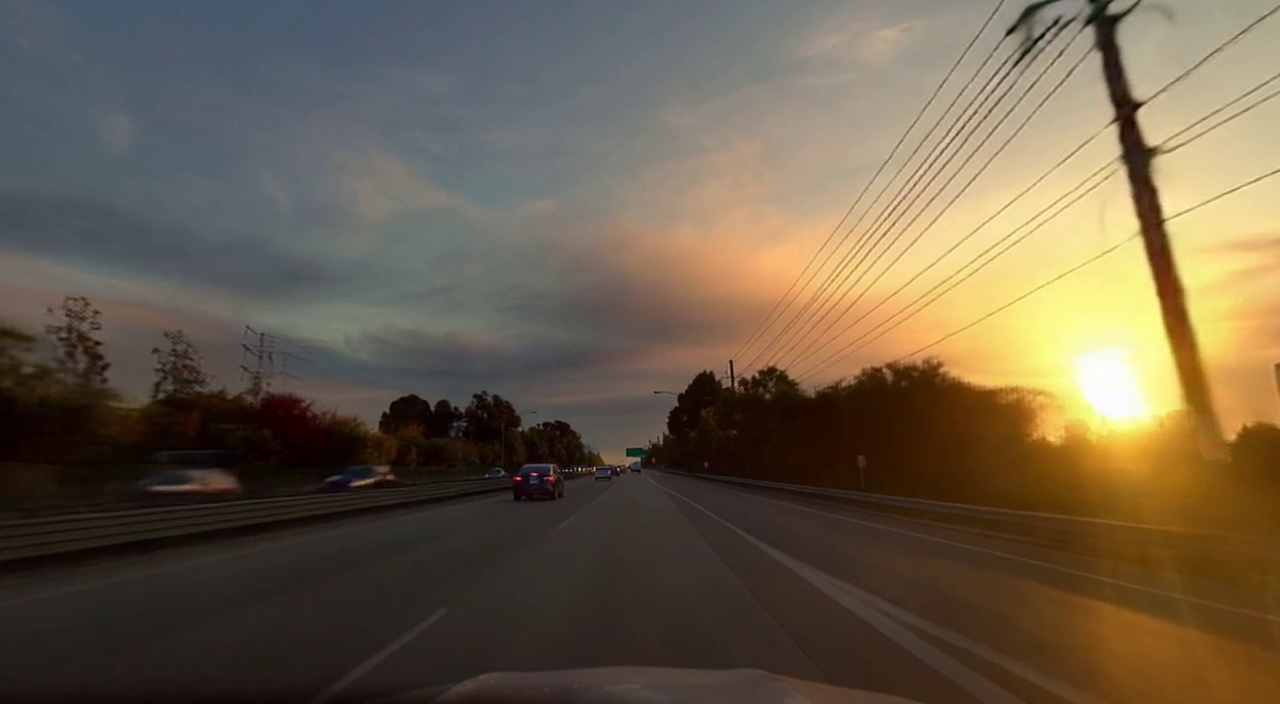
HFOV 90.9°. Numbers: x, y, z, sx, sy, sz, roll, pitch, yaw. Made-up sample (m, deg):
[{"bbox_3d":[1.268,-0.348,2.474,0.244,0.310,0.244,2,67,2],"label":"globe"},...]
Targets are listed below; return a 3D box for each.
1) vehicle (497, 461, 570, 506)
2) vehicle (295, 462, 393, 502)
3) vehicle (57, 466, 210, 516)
[{"bbox_3d":[-3.903,4.908,23.795,1.963,1.501,4.227,1,-11,0],"label":"vehicle"},{"bbox_3d":[-12.563,5.537,27.106,1.897,1.501,4.620,1,-11,0],"label":"vehicle"},{"bbox_3d":[-16.542,4.533,20.874,1.827,1.434,3.798,1,-11,0],"label":"vehicle"}]
